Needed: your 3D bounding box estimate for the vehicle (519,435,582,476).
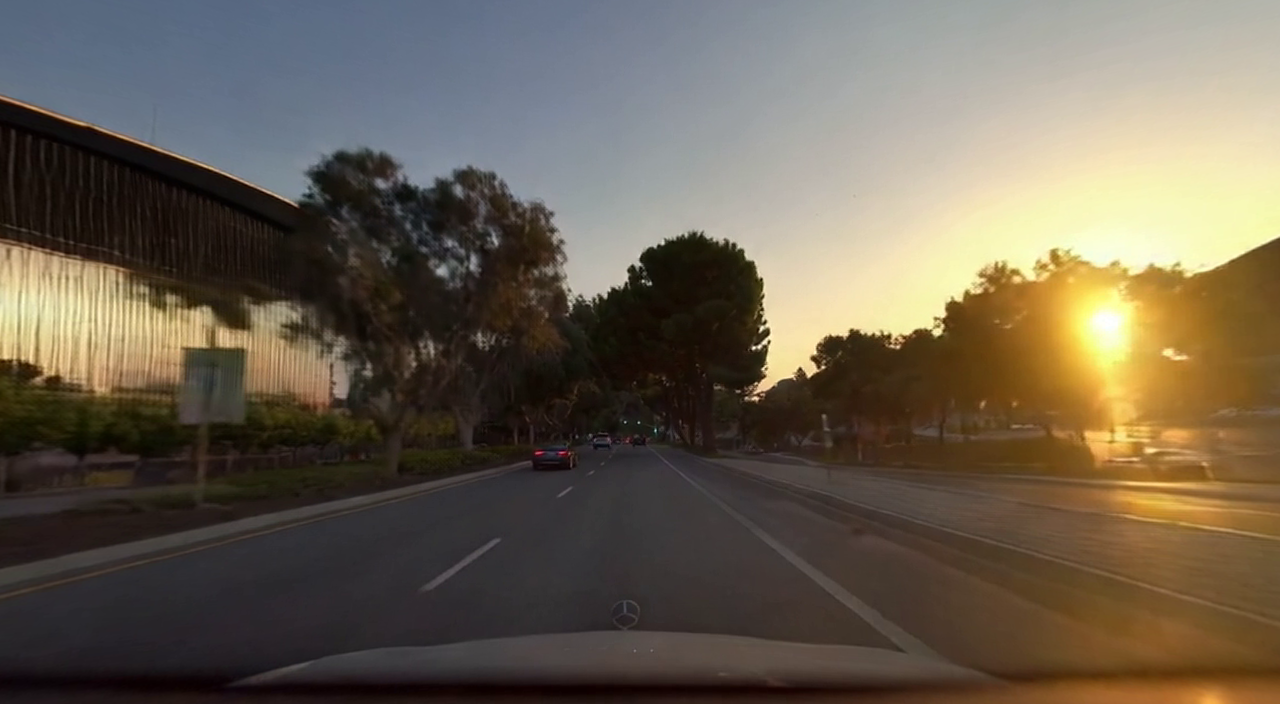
[{"bbox_3d":[-3.662,4.329,26.727,1.984,1.521,4.682,-1,-8,0],"label":"vehicle"}]
